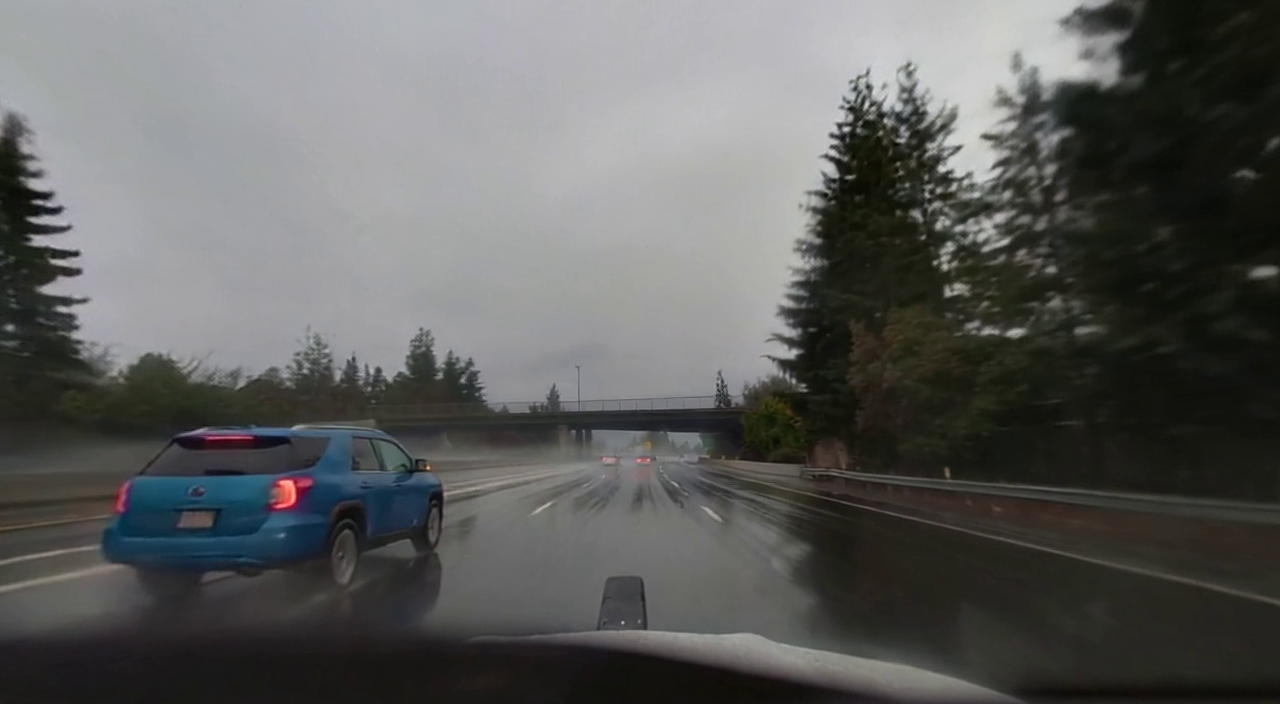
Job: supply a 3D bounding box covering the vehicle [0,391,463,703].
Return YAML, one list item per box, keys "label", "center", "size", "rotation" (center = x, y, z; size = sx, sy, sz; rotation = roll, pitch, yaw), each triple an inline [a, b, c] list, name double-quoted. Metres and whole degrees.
- label: "vehicle"
  center: [-3.401, 1.391, 5.554]
  size: [2.274, 1.628, 4.807]
  rotation: [0, -9, 0]
